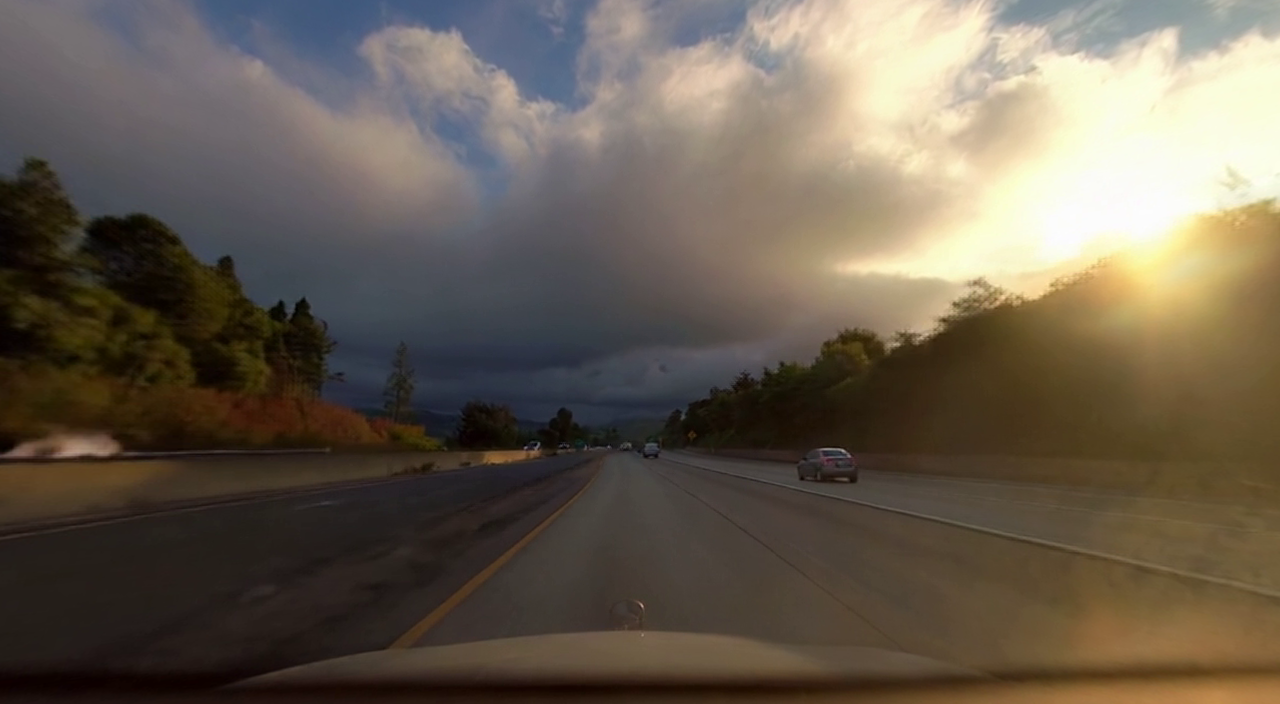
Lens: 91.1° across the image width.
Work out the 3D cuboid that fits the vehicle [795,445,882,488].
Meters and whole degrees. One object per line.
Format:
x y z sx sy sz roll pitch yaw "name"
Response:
7.402 4.311 23.890 1.942 1.462 3.926 0 -9 -1 "vehicle"
